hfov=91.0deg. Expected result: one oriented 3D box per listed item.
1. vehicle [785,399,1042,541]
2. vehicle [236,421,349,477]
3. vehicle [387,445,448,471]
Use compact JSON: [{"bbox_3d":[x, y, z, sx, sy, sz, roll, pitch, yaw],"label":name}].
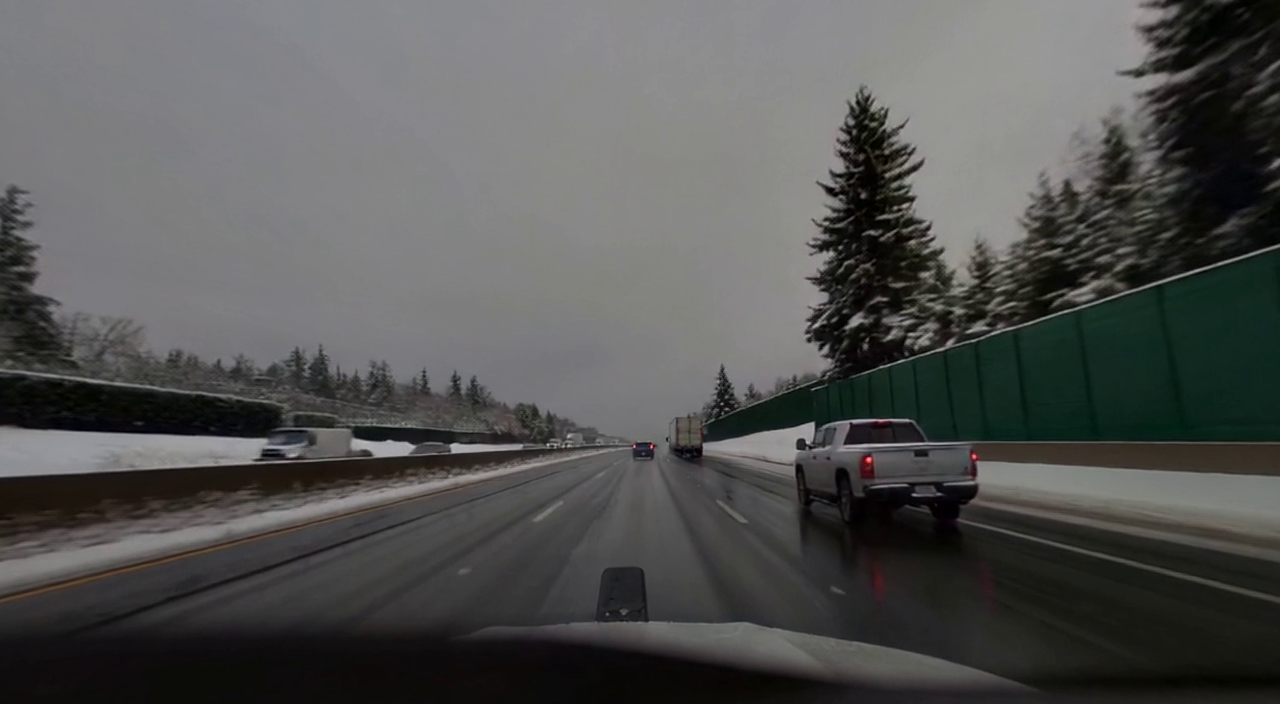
[{"bbox_3d":[4.380,2.008,11.362,2.209,1.943,5.262,0,-8,0],"label":"vehicle"},{"bbox_3d":[-17.159,4.844,31.577,2.272,2.546,5.794,0,-8,1],"label":"vehicle"},{"bbox_3d":[-12.820,6.133,36.619,1.884,1.414,4.559,0,-8,0],"label":"vehicle"}]
